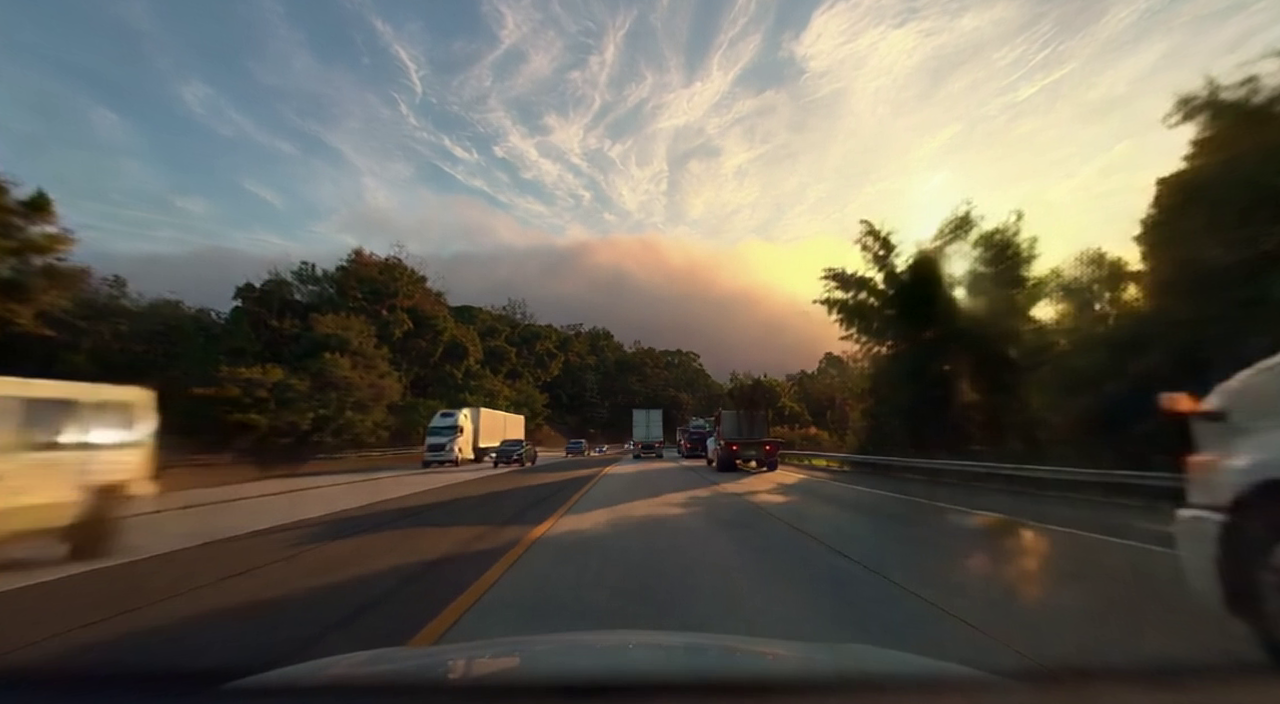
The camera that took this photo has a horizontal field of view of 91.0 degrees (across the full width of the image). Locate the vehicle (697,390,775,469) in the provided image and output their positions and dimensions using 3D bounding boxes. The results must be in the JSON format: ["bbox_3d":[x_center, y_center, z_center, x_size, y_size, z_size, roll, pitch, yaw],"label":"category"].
[{"bbox_3d":[4.673,3.979,31.993,2.956,3.604,6.277,0,-8,0],"label":"vehicle"}]

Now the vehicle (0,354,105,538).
[{"bbox_3d":[-8.769,0.880,5.698,2.193,2.189,6.439,0,-8,0],"label":"vehicle"}]

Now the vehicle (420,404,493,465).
[{"bbox_3d":[-12.685,5.823,44.217,2.939,3.930,6.425,-1,-8,2],"label":"vehicle"}]

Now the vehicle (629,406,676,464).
[{"bbox_3d":[0.678,5.294,39.988,2.644,3.247,7.454,0,-8,-1],"label":"vehicle"}]
